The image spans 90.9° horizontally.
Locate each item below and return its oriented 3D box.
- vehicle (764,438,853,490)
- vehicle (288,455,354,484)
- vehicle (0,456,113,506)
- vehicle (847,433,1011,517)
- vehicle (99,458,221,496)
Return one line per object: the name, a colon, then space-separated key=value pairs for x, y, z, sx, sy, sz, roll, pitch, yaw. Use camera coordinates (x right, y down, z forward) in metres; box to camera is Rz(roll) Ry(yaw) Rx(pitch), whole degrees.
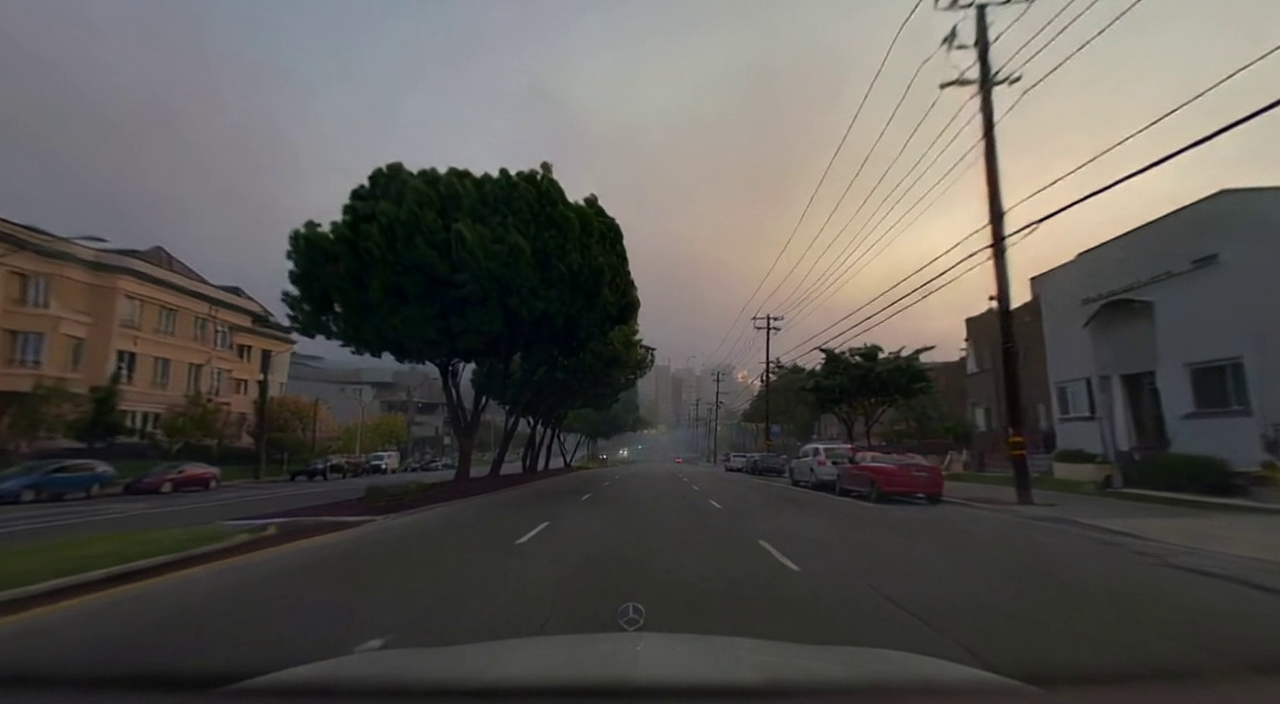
vehicle: x=7.237 y=4.849 z=27.900 sx=2.197 sy=2.019 sz=6.225 roll=0 pitch=-8 yaw=0
vehicle: x=-22.072 y=8.092 z=43.796 sx=2.116 sy=1.813 sz=4.674 roll=0 pitch=-8 yaw=0
vehicle: x=-22.367 y=4.646 z=23.068 sx=1.966 sy=1.595 sz=4.719 roll=0 pitch=-8 yaw=1
vehicle: x=7.041 y=3.018 z=16.052 sx=1.998 sy=1.819 sz=4.621 roll=0 pitch=-8 yaw=0
vehicle: x=-22.124 y=5.741 z=29.346 sx=1.921 sy=1.508 sz=4.738 roll=0 pitch=-8 yaw=1
